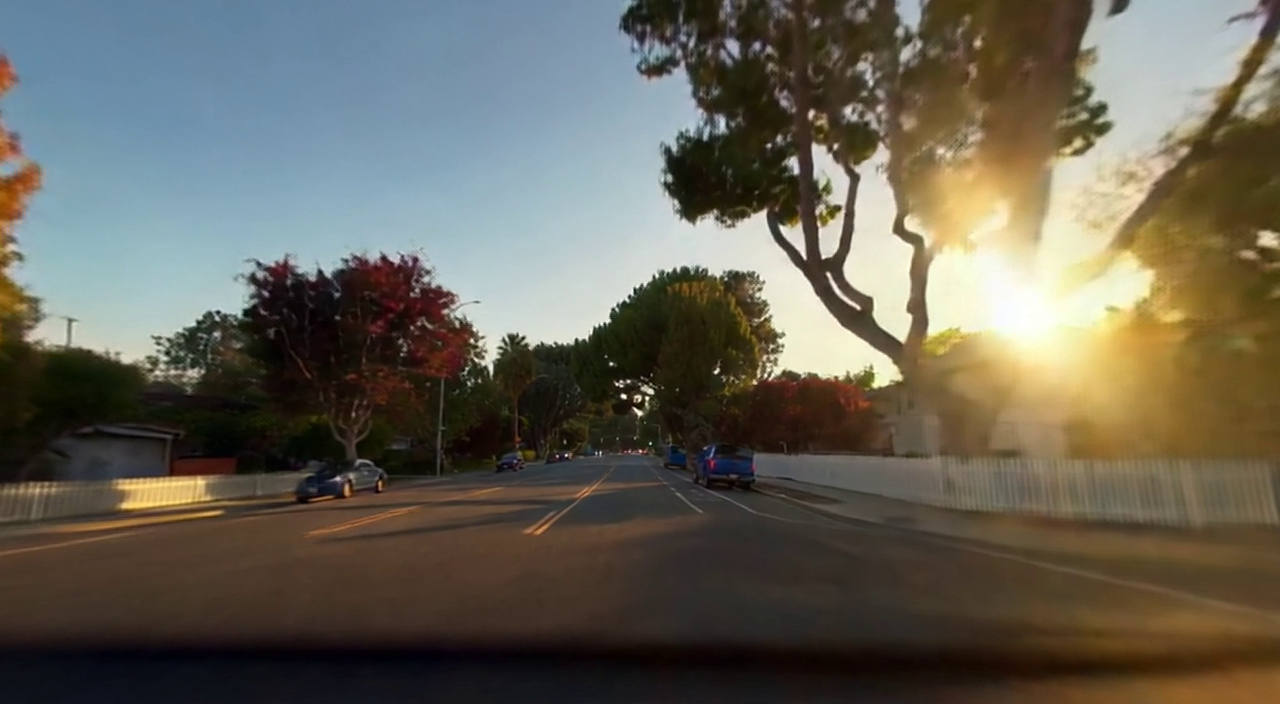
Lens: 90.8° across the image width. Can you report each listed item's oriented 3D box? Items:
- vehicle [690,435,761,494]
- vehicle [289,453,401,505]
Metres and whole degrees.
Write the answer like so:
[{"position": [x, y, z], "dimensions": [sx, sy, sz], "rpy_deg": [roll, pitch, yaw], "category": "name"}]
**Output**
[{"position": [3.749, 5.077, 28.818], "dimensions": [2.504, 2.114, 6.073], "rpy_deg": [5, -9, 3], "category": "vehicle"}, {"position": [-10.855, 4.667, 23.711], "dimensions": [2.049, 1.527, 4.677], "rpy_deg": [-4, -8, -1], "category": "vehicle"}]
